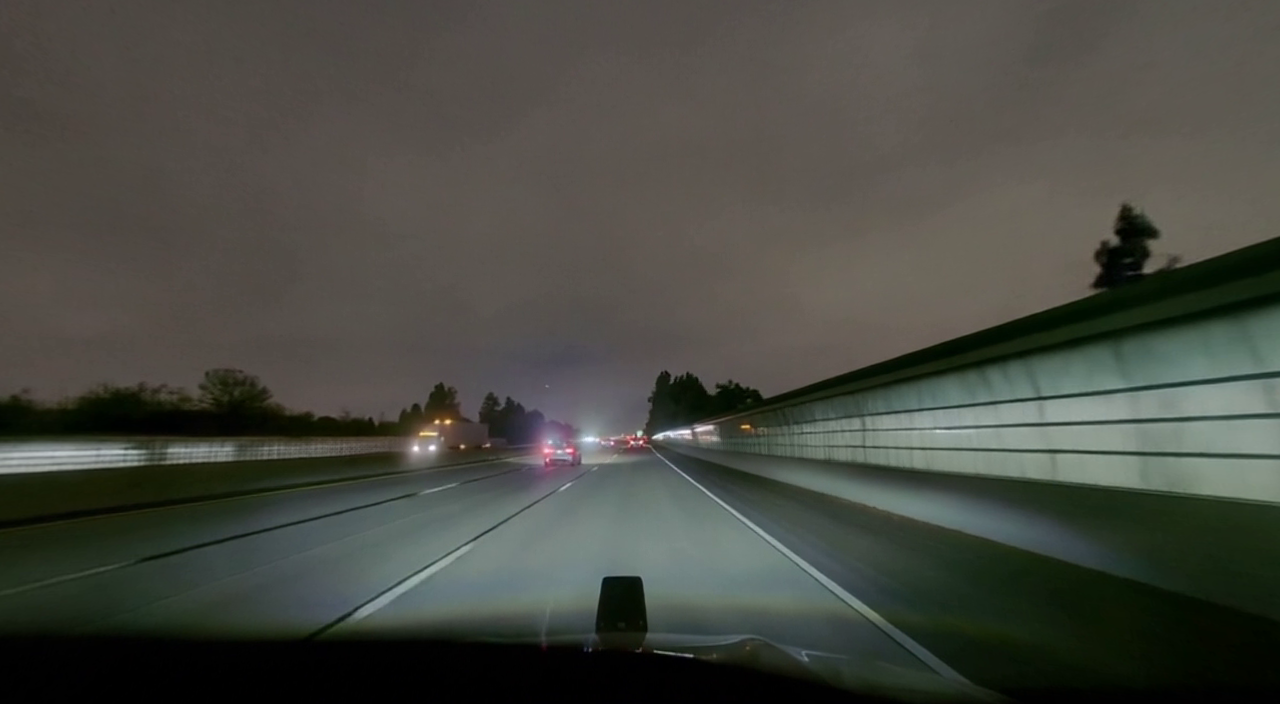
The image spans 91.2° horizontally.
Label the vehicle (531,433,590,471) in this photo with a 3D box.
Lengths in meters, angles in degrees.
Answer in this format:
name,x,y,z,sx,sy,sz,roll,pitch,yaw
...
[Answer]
name,x,y,z,sx,sy,sz,roll,pitch,yaw
vehicle,-3.480,4.463,28.221,2.059,1.541,4.296,0,-8,0
